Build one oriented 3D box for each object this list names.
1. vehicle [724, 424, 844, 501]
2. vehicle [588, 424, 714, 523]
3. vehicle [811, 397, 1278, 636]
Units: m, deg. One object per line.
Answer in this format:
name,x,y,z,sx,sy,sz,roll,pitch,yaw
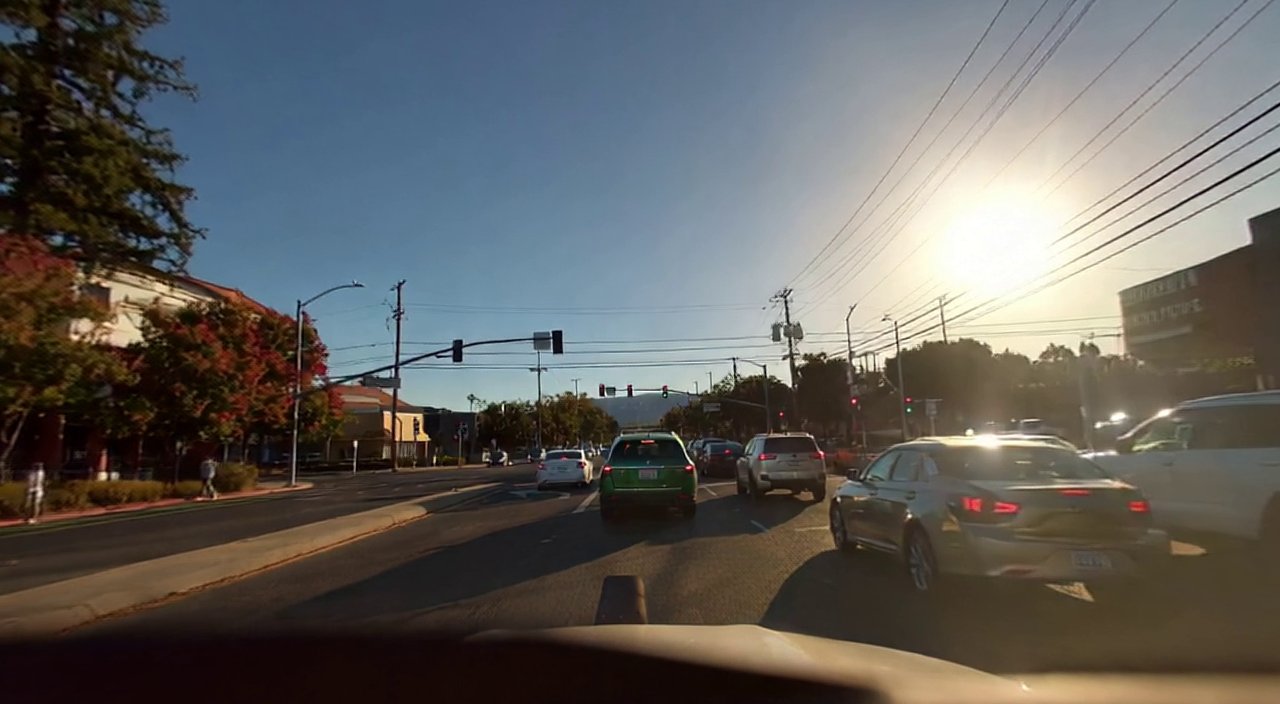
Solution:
vehicle,3.691,2.941,17.193,2.060,1.789,4.712,0,-9,-1
vehicle,0.175,2.380,12.864,2.149,1.668,3.962,0,-9,0
vehicle,3.341,1.442,6.512,1.998,1.620,4.267,0,-9,1
